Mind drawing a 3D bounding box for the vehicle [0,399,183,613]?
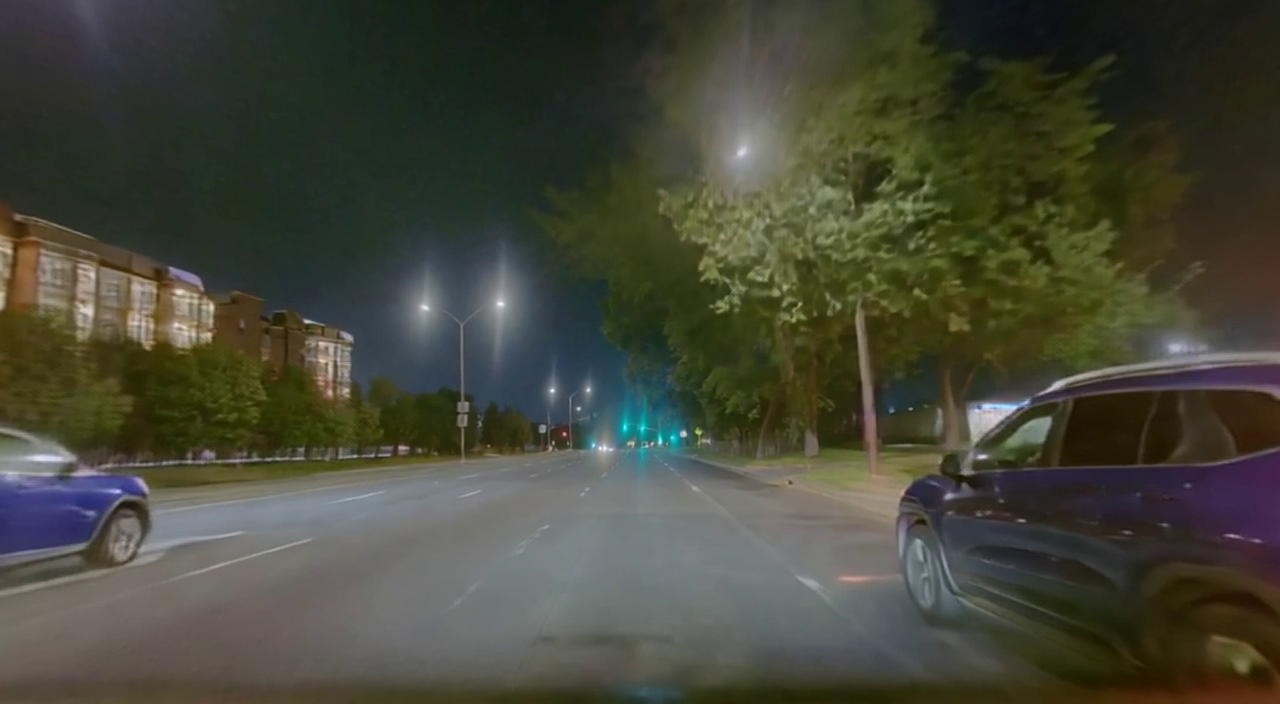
[{"bbox_3d":[-6.139,1.165,4.561,2.069,1.690,4.837,0,-9,-1],"label":"vehicle"}]

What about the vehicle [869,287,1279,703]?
[{"bbox_3d":[2.912,0.831,2.740,2.047,1.768,4.607,0,-9,0],"label":"vehicle"}]
